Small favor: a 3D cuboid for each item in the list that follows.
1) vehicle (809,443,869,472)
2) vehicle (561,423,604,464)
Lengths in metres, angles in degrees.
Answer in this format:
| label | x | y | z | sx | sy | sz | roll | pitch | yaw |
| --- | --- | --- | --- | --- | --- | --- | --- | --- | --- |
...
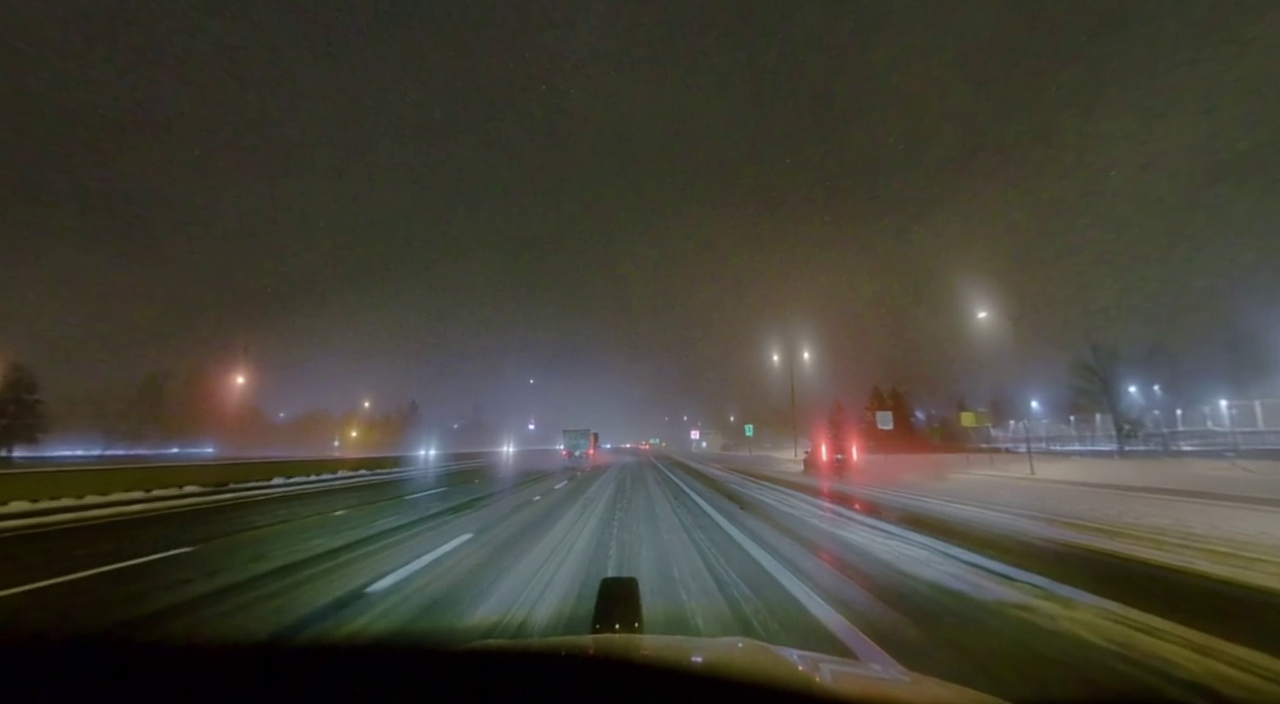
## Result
| label | x | y | z | sx | sy | sz | roll | pitch | yaw |
| --- | --- | --- | --- | --- | --- | --- | --- | --- | --- |
| vehicle | 11.014 | 5.869 | 35.245 | 2.035 | 1.491 | 4.246 | 0 | -9 | 1 |
| vehicle | -4.284 | 7.055 | 48.678 | 2.881 | 2.937 | 7.045 | 0 | -9 | -2 |
